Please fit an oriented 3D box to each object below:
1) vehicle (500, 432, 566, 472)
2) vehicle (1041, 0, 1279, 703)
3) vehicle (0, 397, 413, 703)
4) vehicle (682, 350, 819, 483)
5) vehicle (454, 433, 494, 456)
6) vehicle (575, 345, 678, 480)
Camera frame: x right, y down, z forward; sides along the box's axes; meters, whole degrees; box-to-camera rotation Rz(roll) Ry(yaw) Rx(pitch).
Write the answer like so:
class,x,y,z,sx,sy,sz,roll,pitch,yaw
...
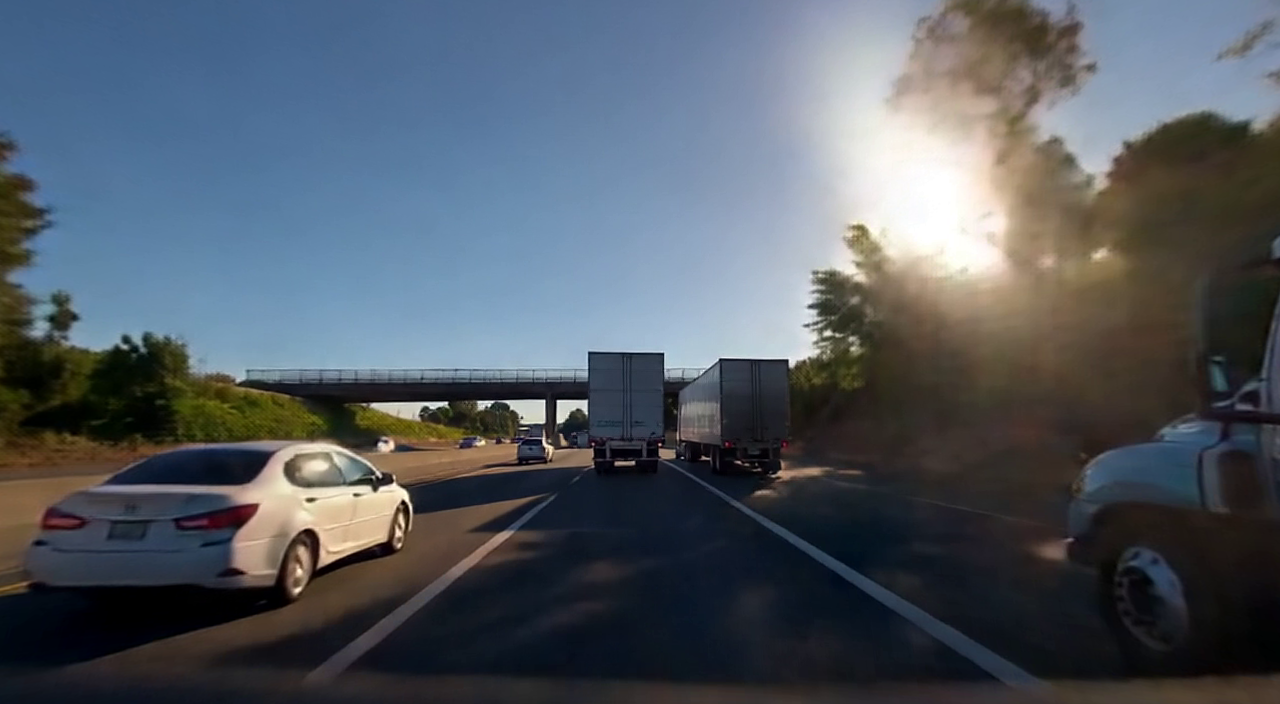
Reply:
class,x,y,z,sx,sy,sz,roll,pitch,yaw
vehicle,-4.267,4.053,25.778,2.049,1.483,3.786,0,-8,0
vehicle,3.938,-0.520,0.518,3.074,3.896,5.910,0,-8,-1
vehicle,-3.469,1.196,4.582,1.894,1.460,4.662,0,-8,0
vehicle,3.621,2.654,24.281,2.817,3.886,11.491,0,-8,-2
vehicle,-12.546,6.992,47.950,1.955,1.641,4.157,0,-8,-1
vehicle,-0.539,2.522,24.292,3.090,4.065,10.702,0,-8,-1
